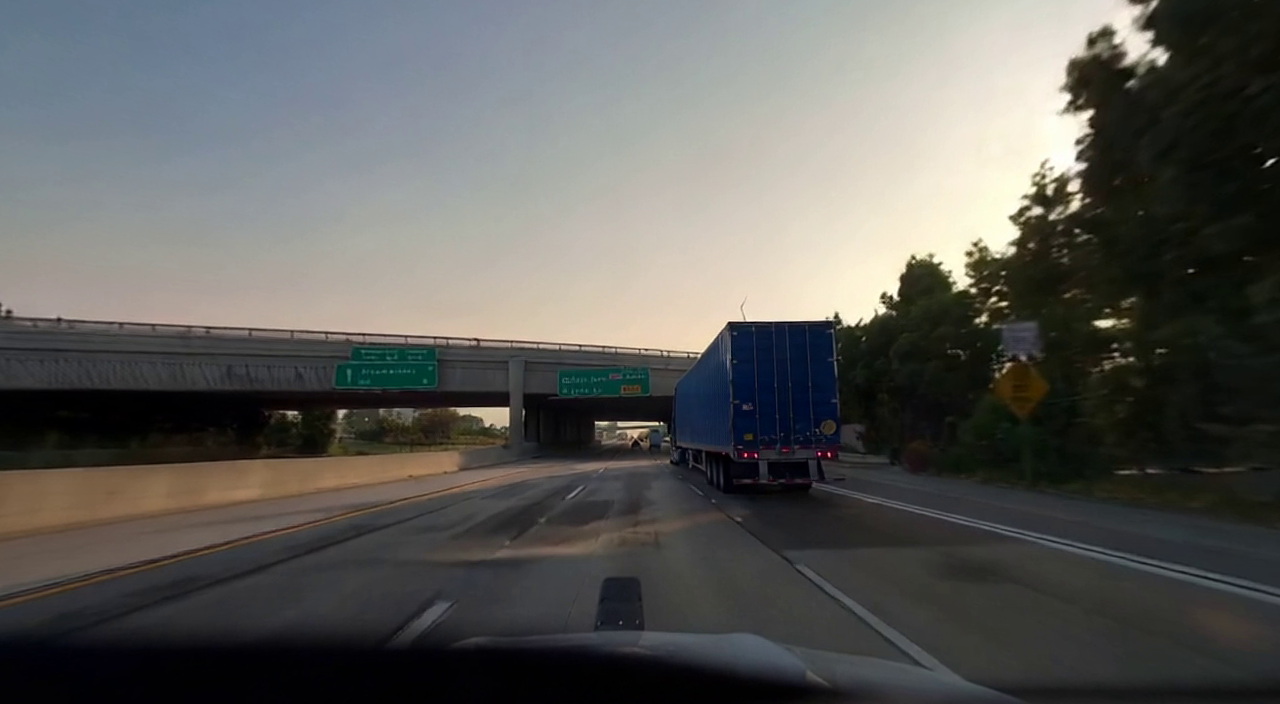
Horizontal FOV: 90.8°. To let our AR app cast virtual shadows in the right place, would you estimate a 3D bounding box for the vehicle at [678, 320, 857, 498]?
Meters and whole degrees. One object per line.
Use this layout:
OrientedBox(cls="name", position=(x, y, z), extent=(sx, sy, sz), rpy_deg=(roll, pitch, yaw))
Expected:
OrientedBox(cls="vehicle", position=(3.435, 2.541, 22.912), extent=(2.743, 4.160, 16.408), rpy_deg=(0, -9, -1))
